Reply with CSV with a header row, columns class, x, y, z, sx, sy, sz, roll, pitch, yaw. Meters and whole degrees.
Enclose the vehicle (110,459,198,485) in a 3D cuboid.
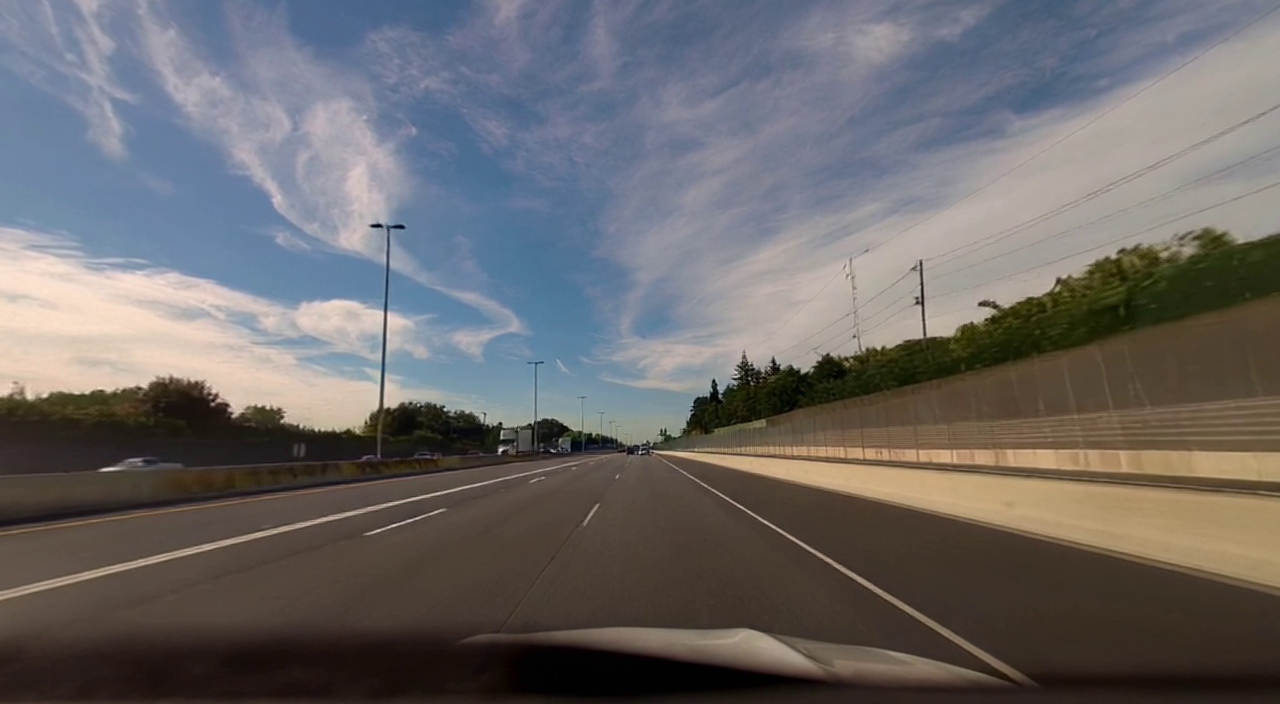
class,x,y,z,sx,sy,sz,roll,pitch,yaw
vehicle,-30.170,7.412,39.310,1.926,1.425,4.613,0,-9,-3
